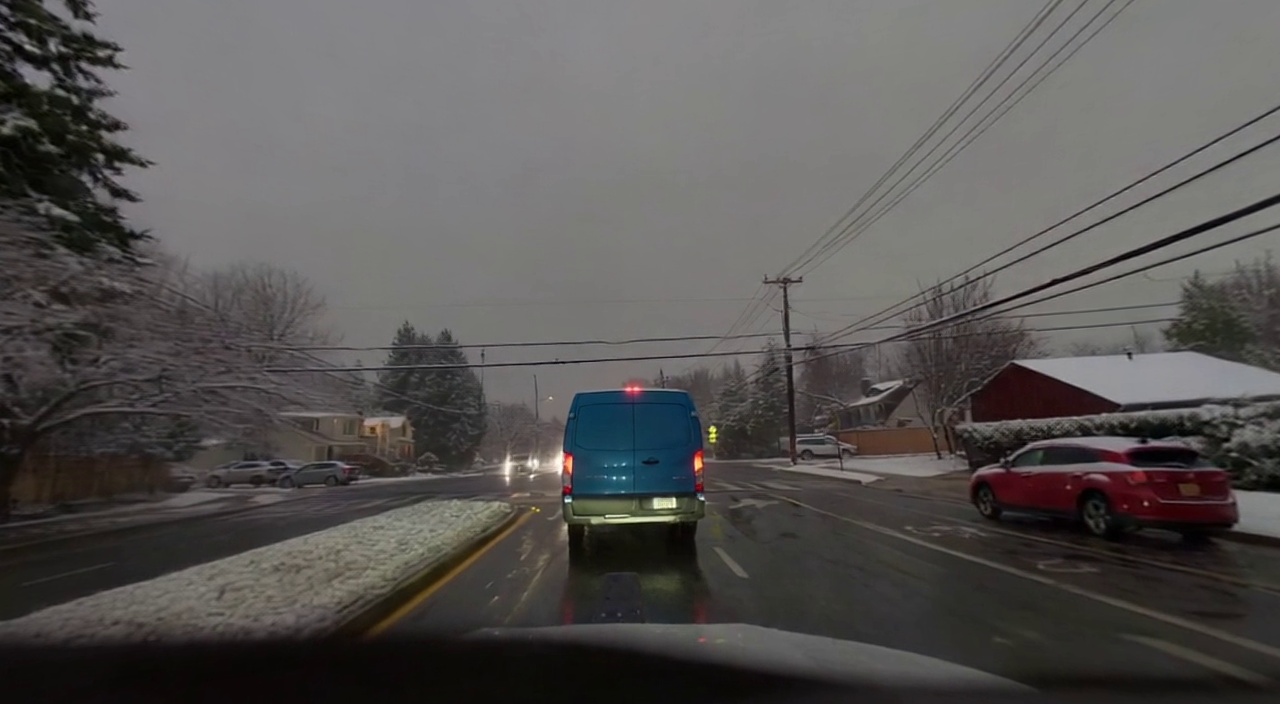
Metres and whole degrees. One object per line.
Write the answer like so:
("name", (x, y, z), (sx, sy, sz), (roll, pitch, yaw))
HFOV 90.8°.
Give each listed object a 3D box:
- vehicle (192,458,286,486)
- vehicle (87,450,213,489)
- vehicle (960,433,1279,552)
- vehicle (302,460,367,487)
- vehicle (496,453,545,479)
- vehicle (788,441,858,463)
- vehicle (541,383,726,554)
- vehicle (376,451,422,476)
("vehicle", (-27.331, 8.197, 43.191), (4.972, 1.776, 2.057), (0, -9, -1))
("vehicle", (-26.885, 6.459, 34.802), (5.026, 2.017, 2.215), (0, -9, -1))
("vehicle", (7.346, 2.134, 10.310), (1.883, 1.504, 4.220), (0, -9, -2))
("vehicle", (-18.392, 7.292, 38.250), (1.816, 1.445, 4.120), (0, -9, 1))
("vehicle", (-7.252, 6.973, 38.845), (1.962, 1.481, 4.434), (-1, -9, 2))
("vehicle", (13.106, 7.189, 45.421), (4.483, 1.463, 1.805), (0, -9, -1))
("vehicle", (-0.234, 1.828, 10.491), (2.342, 2.142, 4.809), (0, -9, -4))
("vehicle", (-17.970, 8.305, 47.320), (1.841, 1.769, 4.105), (0, -9, -1))
